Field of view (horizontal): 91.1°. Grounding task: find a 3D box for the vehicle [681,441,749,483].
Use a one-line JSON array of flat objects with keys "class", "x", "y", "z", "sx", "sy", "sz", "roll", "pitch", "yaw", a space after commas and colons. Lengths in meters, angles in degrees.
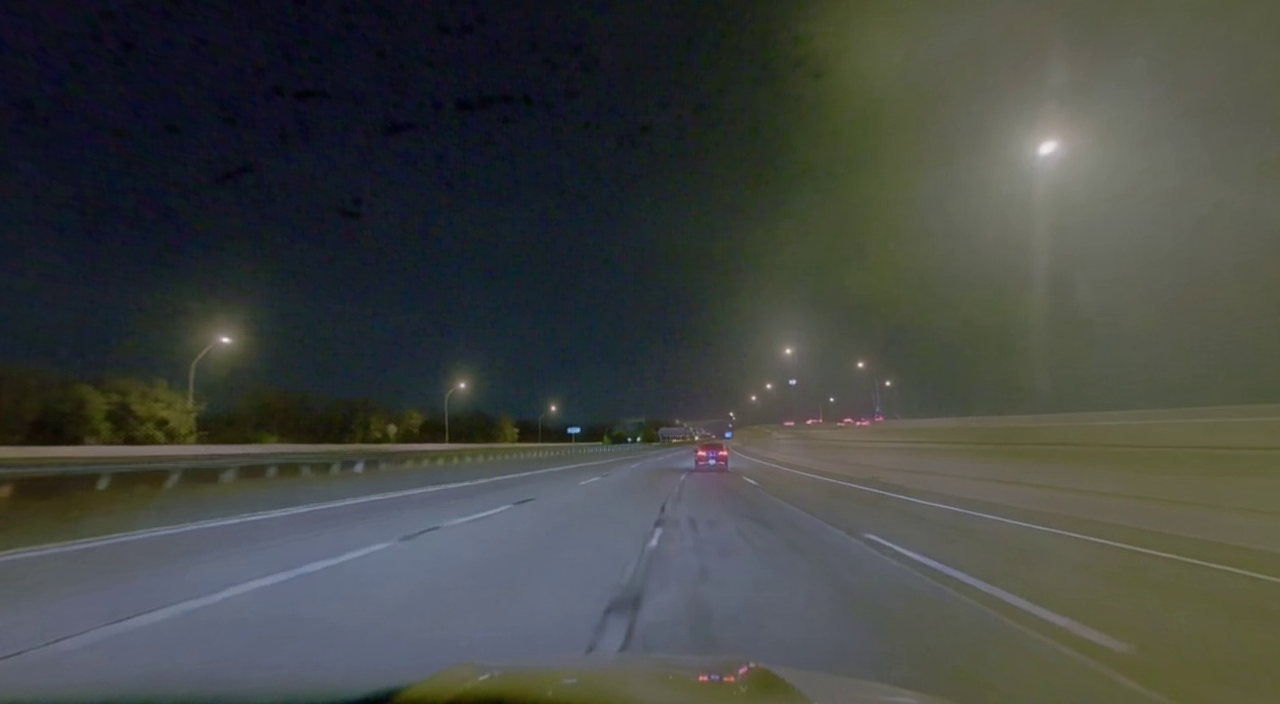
[{"class": "vehicle", "x": 2.710, "y": 4.097, "z": 23.693, "sx": 2.124, "sy": 1.405, "sz": 4.398, "roll": 0, "pitch": -8, "yaw": 1}]
